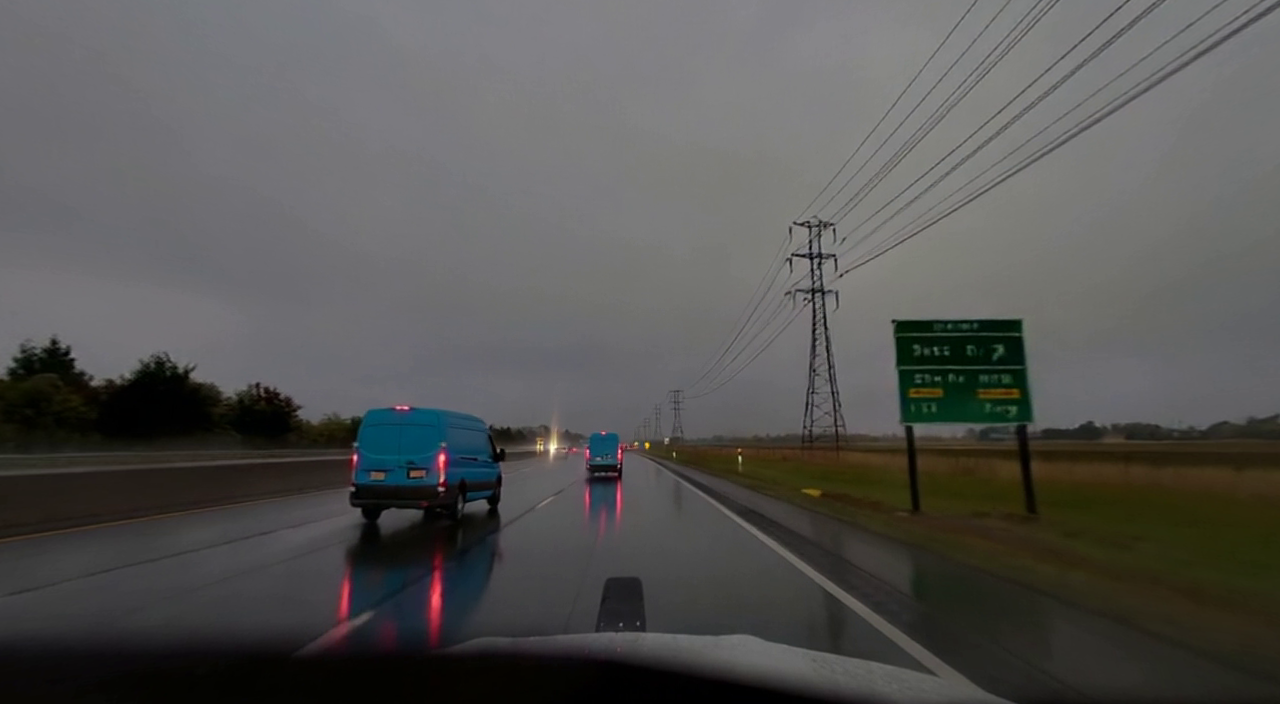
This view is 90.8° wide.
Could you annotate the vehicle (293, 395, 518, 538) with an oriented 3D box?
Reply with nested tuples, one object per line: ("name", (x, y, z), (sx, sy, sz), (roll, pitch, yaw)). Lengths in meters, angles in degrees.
("vehicle", (-3.809, 2.006, 11.509), (2.145, 2.010, 4.980), (0, -9, 0))

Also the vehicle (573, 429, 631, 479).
("vehicle", (-1.579, 4.557, 28.315), (2.197, 2.011, 5.130), (0, -9, 1))
